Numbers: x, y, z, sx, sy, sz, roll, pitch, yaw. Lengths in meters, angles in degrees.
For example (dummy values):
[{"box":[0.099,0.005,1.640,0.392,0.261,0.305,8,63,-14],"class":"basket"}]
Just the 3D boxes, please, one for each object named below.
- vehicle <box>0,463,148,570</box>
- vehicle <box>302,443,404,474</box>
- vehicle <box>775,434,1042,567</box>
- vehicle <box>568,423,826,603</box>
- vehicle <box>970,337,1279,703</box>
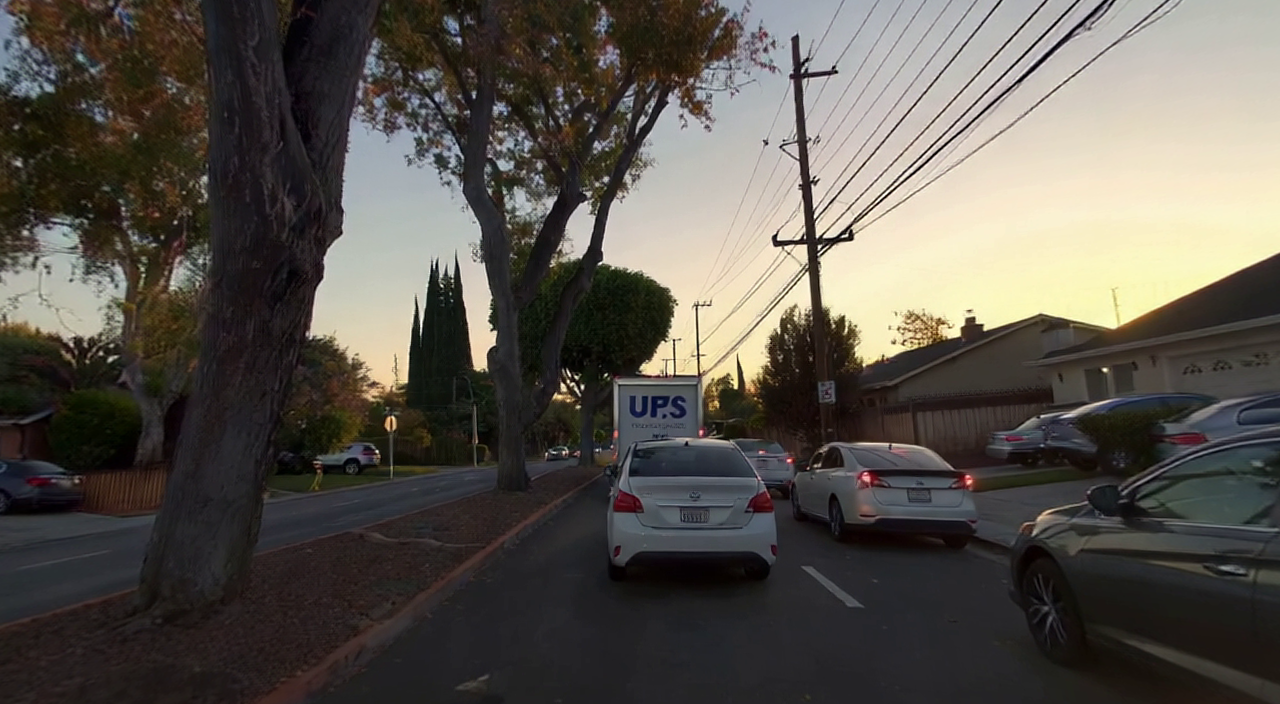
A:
[{"box":[-10.354,2.500,9.502,1.925,1.482,4.753,0,-8,0],"class":"vehicle"},{"box":[-17.436,6.474,38.303,5.274,1.793,1.921,0,-9,3],"class":"vehicle"},{"box":[3.511,2.011,9.355,1.993,1.479,4.487,0,-8,0],"class":"vehicle"},{"box":[0.473,1.682,7.531,2.158,1.499,4.377,0,-8,0],"class":"vehicle"},{"box":[3.307,0.772,1.928,2.069,1.722,4.888,0,-8,2],"class":"vehicle"}]
